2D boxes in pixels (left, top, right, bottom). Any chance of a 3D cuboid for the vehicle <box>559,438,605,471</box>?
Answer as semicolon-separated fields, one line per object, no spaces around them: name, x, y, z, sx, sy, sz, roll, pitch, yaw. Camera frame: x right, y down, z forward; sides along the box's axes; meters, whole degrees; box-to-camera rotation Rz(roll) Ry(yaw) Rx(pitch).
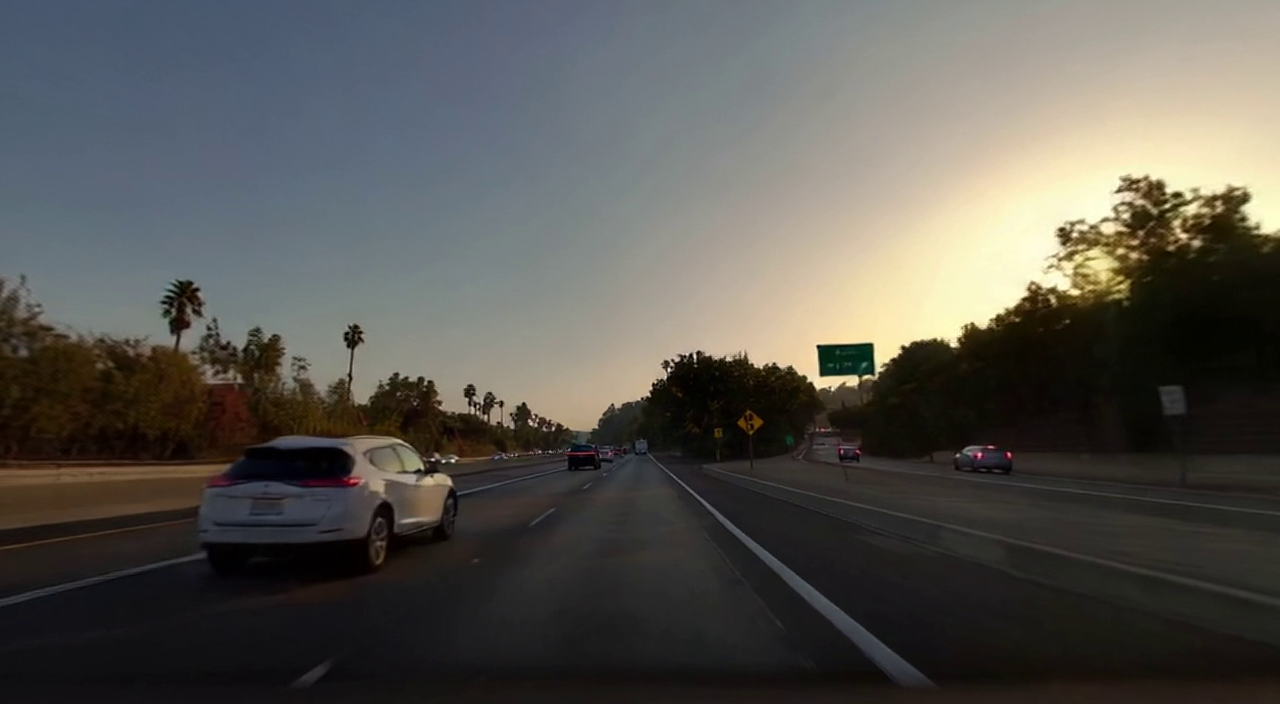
vehicle;-3.662;6.618;40.786;2.420;1.937;5.916;0;-9;0

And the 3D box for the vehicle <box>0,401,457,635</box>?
vehicle;-3.928;1.626;7.224;2.162;1.747;4.791;0;-9;1

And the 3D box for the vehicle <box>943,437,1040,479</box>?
vehicle;16.236;4.917;29.422;1.991;1.755;4.836;-1;-9;4
